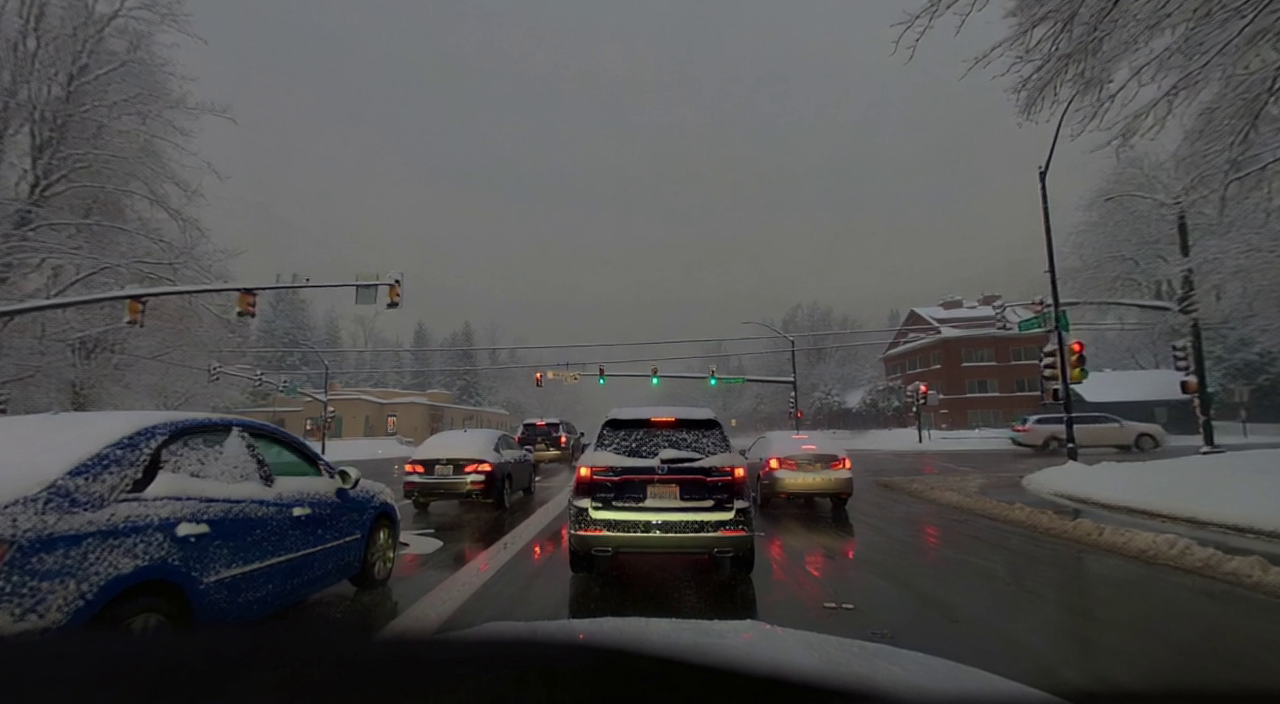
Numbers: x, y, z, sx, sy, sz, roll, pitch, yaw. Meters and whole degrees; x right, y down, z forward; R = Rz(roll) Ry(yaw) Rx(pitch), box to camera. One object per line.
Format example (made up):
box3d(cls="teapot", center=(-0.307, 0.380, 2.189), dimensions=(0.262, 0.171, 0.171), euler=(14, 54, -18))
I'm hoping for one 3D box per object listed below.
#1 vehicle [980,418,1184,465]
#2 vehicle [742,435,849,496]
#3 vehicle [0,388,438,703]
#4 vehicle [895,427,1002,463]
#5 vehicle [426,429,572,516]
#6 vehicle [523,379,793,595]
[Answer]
box3d(cls="vehicle", center=(19.633, 4.005, 28.420), dimensions=(6.879, 1.984, 2.808), euler=(-1, -7, 8))
box3d(cls="vehicle", center=(4.102, 3.059, 17.348), dimensions=(1.979, 1.453, 4.011), euler=(0, -8, 1))
box3d(cls="vehicle", center=(-3.217, 1.194, 4.393), dimensions=(1.958, 1.494, 4.624), euler=(0, -8, 2))
box3d(cls="vehicle", center=(14.284, 4.361, 29.444), dimensions=(4.026, 1.573, 2.271), euler=(-2, -9, 14))
box3d(cls="vehicle", center=(-2.681, 2.394, 13.073), dimensions=(1.851, 1.502, 4.042), euler=(0, -8, 4))
box3d(cls="vehicle", center=(0.205, 1.466, 7.644), dimensions=(2.300, 1.832, 4.331), euler=(0, -8, 1))
